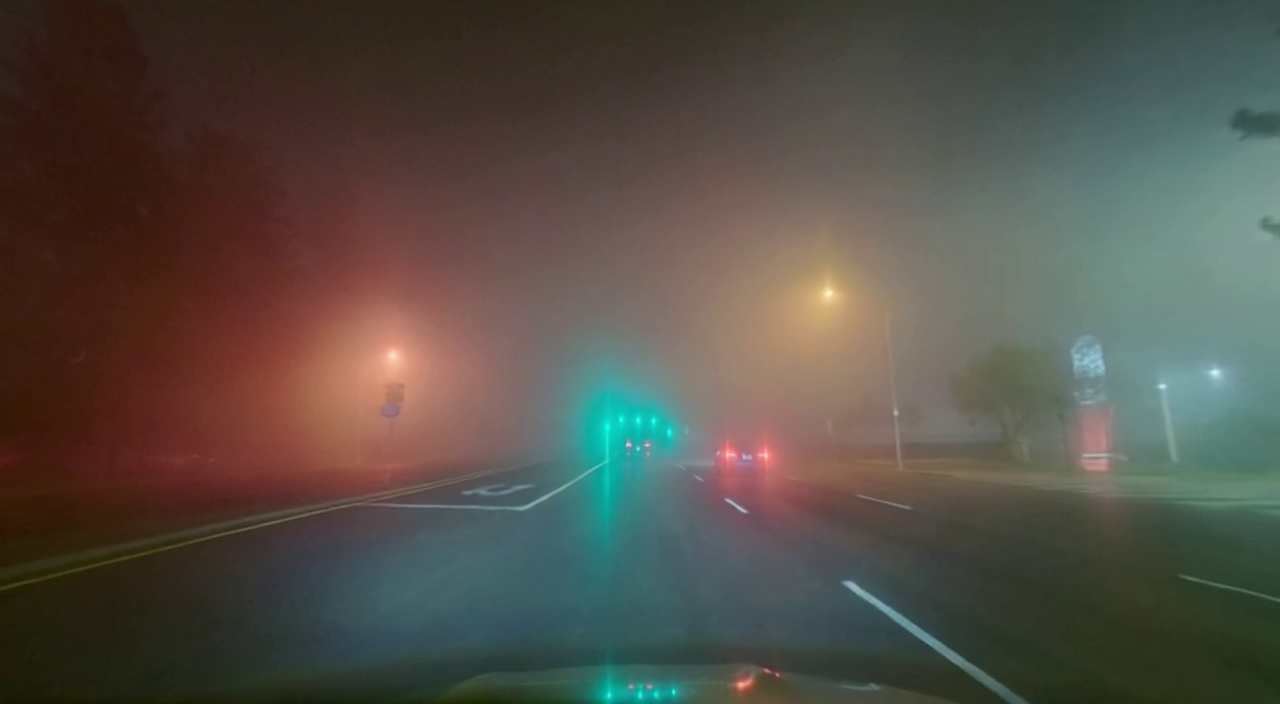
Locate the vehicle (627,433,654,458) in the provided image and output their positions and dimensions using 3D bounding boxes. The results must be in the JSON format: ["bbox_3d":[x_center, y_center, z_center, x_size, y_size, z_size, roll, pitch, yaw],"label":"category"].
[{"bbox_3d":[0.030,7.086,47.989,1.988,1.800,4.322,0,-8,0],"label":"vehicle"}]

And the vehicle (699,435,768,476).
[{"bbox_3d":[3.645,4.126,25.512,1.948,1.479,4.620,0,-8,-2],"label":"vehicle"}]
